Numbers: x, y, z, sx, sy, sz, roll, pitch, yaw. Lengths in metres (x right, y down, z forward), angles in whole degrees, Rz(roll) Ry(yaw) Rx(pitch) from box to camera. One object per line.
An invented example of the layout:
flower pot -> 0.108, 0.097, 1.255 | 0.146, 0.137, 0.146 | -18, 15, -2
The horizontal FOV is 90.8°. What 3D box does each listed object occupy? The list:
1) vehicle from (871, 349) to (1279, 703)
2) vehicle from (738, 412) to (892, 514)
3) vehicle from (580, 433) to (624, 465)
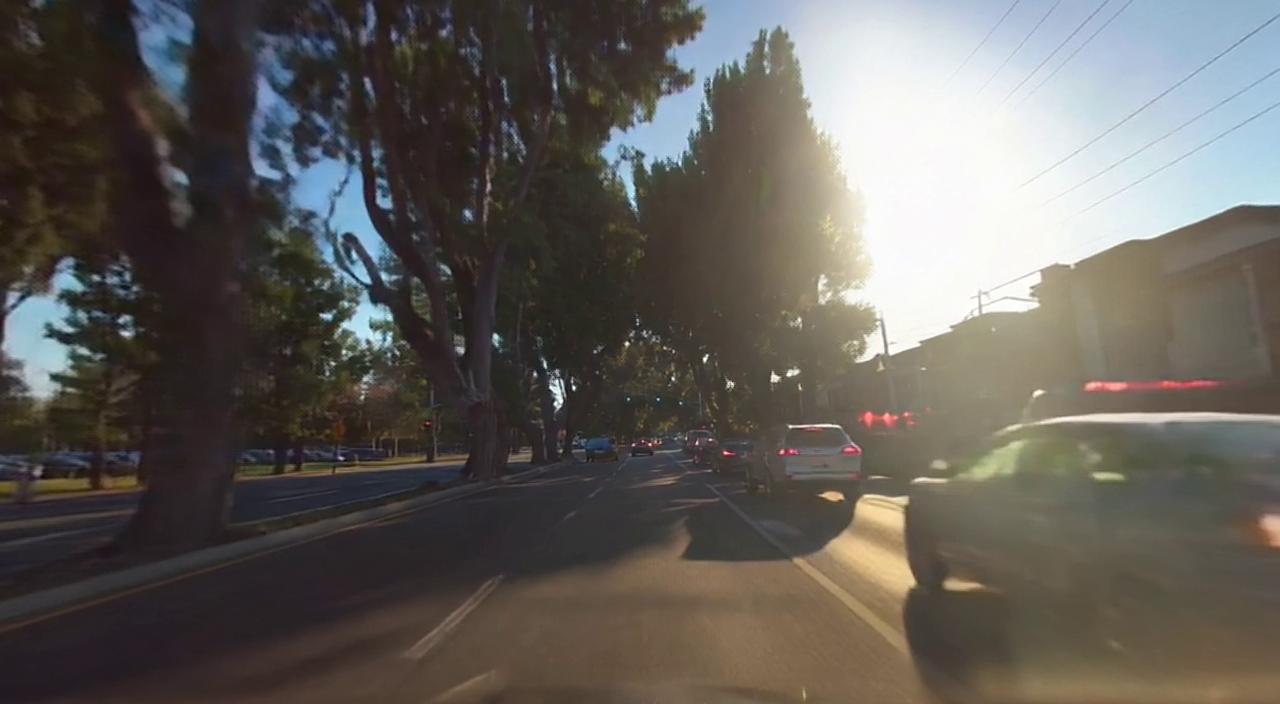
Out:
vehicle -> 3.124, 1.032, 3.951 | 1.945, 1.563, 3.735 | 0, -8, 1
vehicle -> 3.438, 2.285, 13.410 | 1.985, 1.772, 4.479 | 0, -8, 0
vehicle -> -2.078, 5.492, 35.848 | 2.083, 1.691, 4.398 | 0, -8, 2
